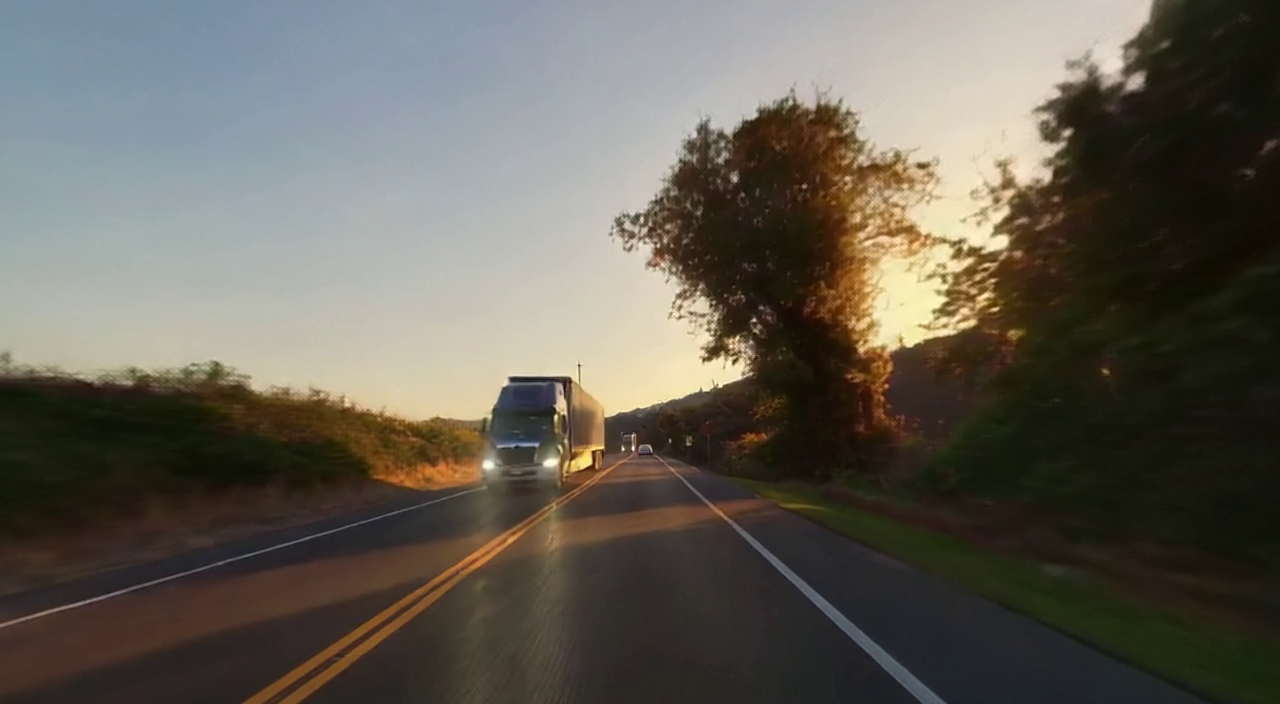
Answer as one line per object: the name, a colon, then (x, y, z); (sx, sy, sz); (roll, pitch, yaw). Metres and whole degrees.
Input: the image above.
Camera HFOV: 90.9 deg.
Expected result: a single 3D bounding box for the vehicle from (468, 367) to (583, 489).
vehicle: (-3.919, 2.895, 23.219); (3.025, 3.821, 6.232); (-1, -9, 0)
